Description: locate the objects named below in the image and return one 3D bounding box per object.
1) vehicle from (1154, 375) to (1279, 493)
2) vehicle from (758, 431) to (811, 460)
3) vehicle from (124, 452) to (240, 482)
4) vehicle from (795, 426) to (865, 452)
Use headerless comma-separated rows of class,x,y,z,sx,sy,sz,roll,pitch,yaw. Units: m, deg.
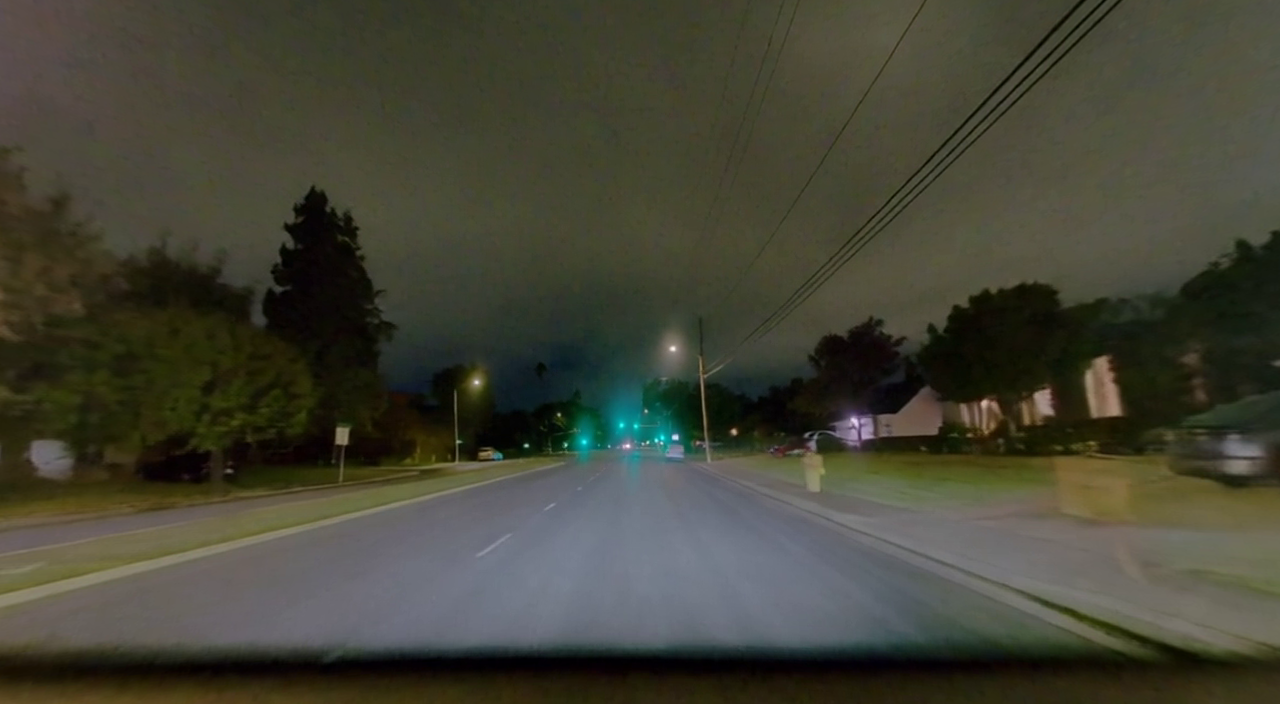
vehicle,11.275,1.324,10.068,4.426,1.674,2.091,1,-8,-5
vehicle,9.164,5.957,40.479,1.971,1.641,5.191,-4,-8,-2
vehicle,-24.061,6.058,33.327,4.595,1.491,1.902,0,-8,-1
vehicle,14.576,6.723,48.714,4.723,1.883,2.011,0,-8,-2
